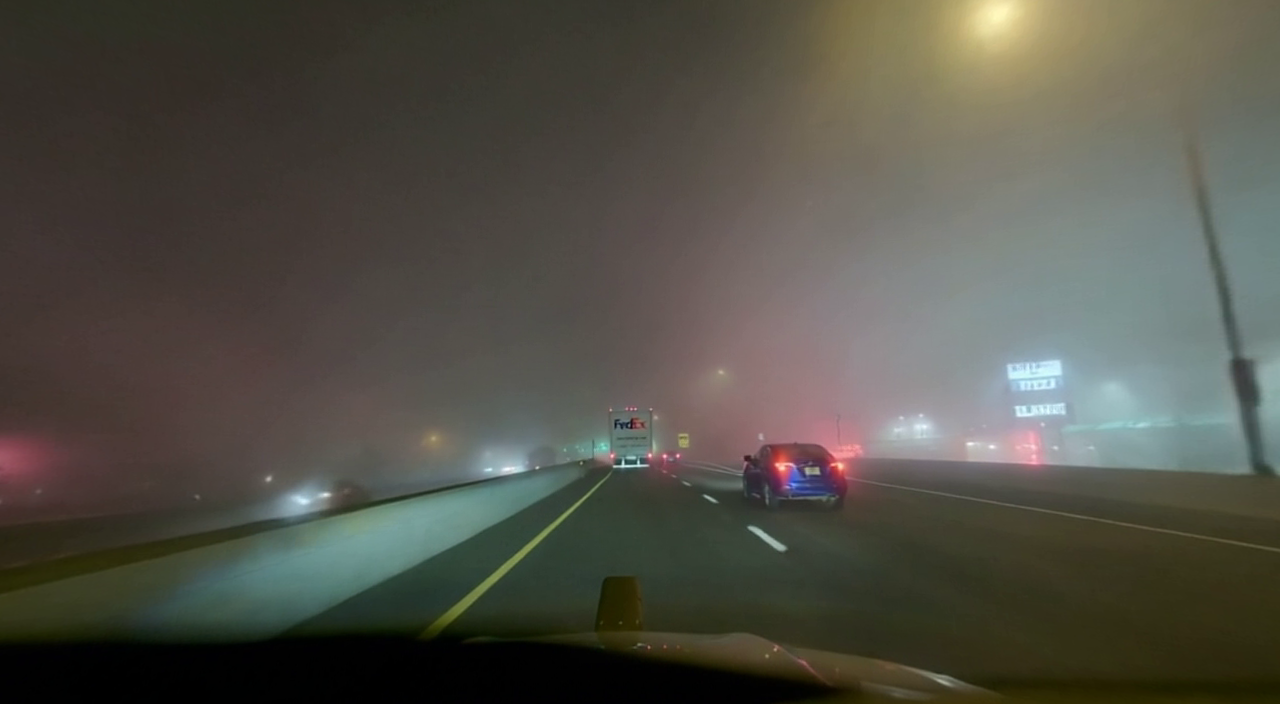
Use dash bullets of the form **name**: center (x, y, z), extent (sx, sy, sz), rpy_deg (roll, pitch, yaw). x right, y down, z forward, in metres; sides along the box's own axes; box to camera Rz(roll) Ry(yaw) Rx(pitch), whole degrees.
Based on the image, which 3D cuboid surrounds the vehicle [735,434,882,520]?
- **vehicle**: center (3.457, 2.648, 13.847), extent (1.966, 1.558, 4.238), rpy_deg (0, -9, -1)
